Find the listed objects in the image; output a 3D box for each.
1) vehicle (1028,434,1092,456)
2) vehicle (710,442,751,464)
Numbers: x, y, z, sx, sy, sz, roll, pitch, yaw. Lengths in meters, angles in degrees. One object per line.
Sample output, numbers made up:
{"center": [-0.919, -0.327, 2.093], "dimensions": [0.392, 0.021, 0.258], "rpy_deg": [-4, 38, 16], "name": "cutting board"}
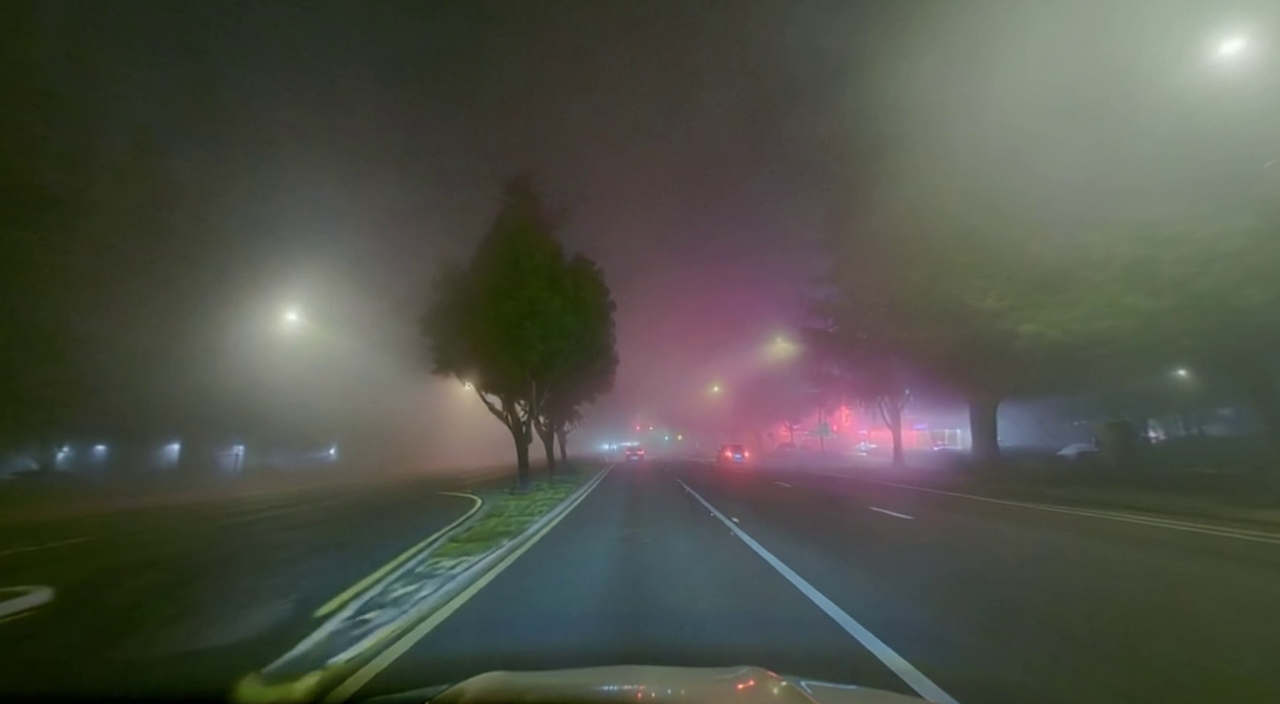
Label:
{"center": [31.621, 7.072, 47.712], "dimensions": [1.767, 1.549, 4.422], "rpy_deg": [1, -9, 0], "name": "vehicle"}
{"center": [6.335, 7.114, 44.738], "dimensions": [2.024, 1.475, 4.600], "rpy_deg": [0, -8, -2], "name": "vehicle"}
